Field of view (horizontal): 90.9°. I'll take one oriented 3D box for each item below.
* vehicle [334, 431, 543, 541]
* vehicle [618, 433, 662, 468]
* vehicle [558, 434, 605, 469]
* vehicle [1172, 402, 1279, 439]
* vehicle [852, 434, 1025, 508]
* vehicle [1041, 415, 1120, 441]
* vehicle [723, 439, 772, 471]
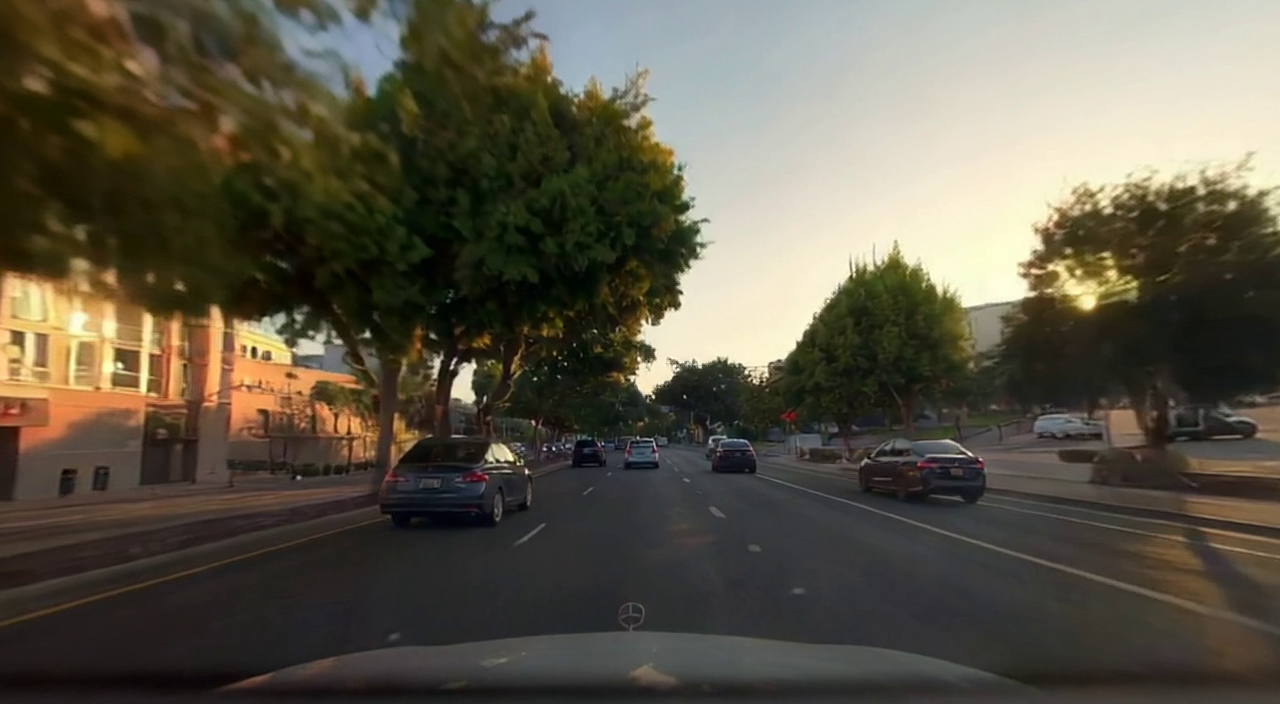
[{"bbox_3d":[-3.123,2.179,10.942,2.095,1.486,4.411,-1,-8,1],"label":"vehicle"},{"bbox_3d":[0.037,5.566,35.709,2.304,1.795,4.526,-1,-8,1],"label":"vehicle"},{"bbox_3d":[-3.202,5.584,35.543,2.117,1.799,4.442,-1,-8,1],"label":"vehicle"},{"bbox_3d":[26.056,3.087,27.901,4.674,1.489,2.008,4,-9,-27],"label":"vehicle"},{"bbox_3d":[6.828,2.760,15.097,1.865,1.458,4.605,0,-8,-1],"label":"vehicle"},{"bbox_3d":[26.421,4.592,37.763,4.692,1.475,2.038,5,-10,-31],"label":"vehicle"},{"bbox_3d":[5.249,5.077,31.180,1.884,1.458,4.245,-1,-8,3],"label":"vehicle"}]
